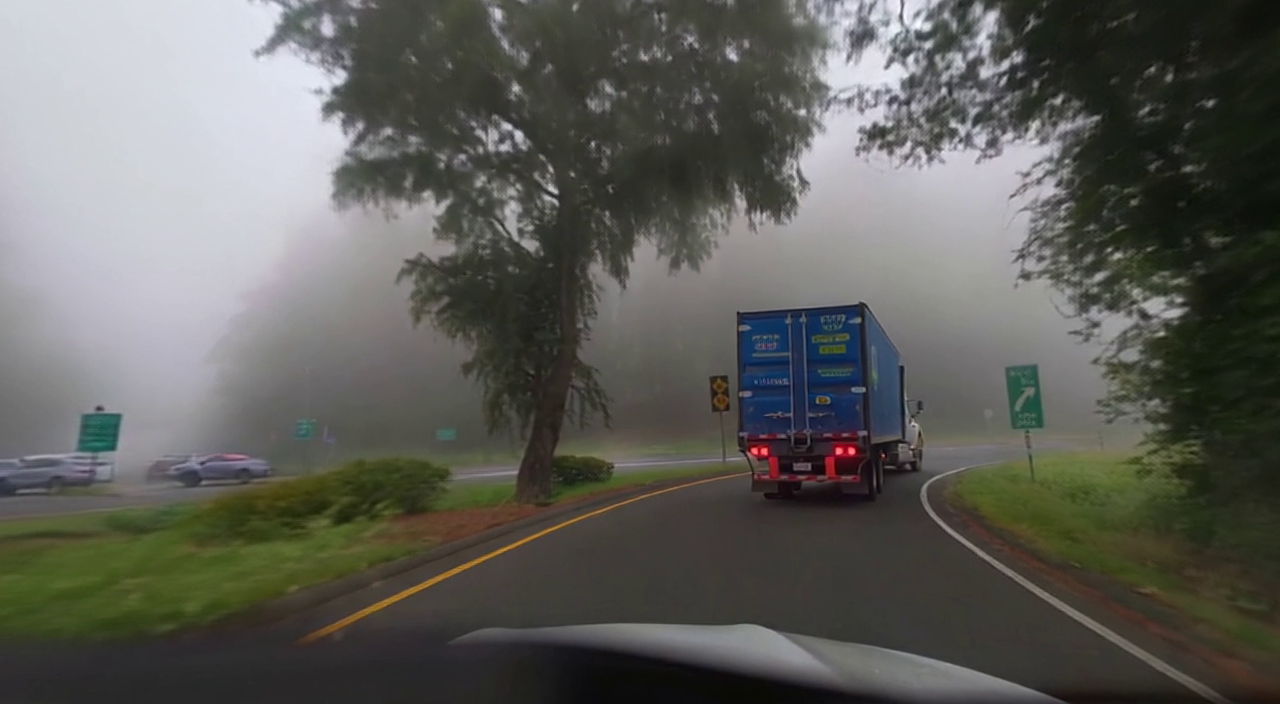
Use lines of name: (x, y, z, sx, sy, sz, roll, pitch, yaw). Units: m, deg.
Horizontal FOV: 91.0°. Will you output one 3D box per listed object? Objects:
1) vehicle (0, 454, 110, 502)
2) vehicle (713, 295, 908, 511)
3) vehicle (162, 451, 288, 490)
vehicle: (-22.645, 4.607, 23.175, 4.578, 1.573, 1.806, 6, -11, -42)
vehicle: (4.711, 1.472, 15.431, 2.937, 3.647, 9.344, -4, -9, 24)
vehicle: (-17.827, 5.051, 27.111, 4.350, 1.410, 1.726, 5, -10, -37)
